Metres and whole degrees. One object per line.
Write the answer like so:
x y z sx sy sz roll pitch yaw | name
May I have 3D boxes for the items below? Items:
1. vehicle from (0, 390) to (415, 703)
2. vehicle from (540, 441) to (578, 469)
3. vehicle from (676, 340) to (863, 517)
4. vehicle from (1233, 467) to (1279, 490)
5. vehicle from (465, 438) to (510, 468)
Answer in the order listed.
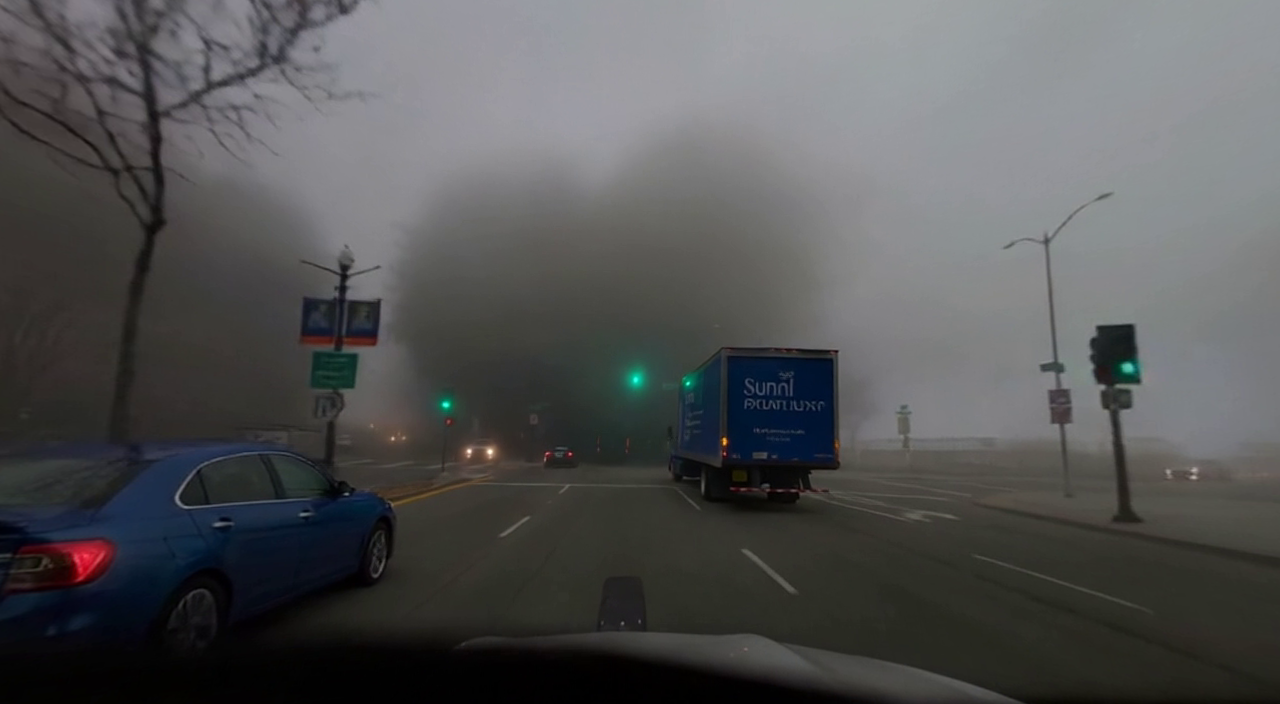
-3.371 1.226 4.487 1.828 1.515 4.422 0 -9 1 | vehicle
-5.518 7.042 43.183 2.388 1.811 4.455 1 -9 -5 | vehicle
2.916 2.197 17.299 2.905 3.644 8.441 0 -9 -3 | vehicle
47.808 9.530 47.381 5.053 1.542 2.169 3 -9 -19 | vehicle
-10.245 6.810 42.499 2.374 1.863 4.751 1 -9 -7 | vehicle
